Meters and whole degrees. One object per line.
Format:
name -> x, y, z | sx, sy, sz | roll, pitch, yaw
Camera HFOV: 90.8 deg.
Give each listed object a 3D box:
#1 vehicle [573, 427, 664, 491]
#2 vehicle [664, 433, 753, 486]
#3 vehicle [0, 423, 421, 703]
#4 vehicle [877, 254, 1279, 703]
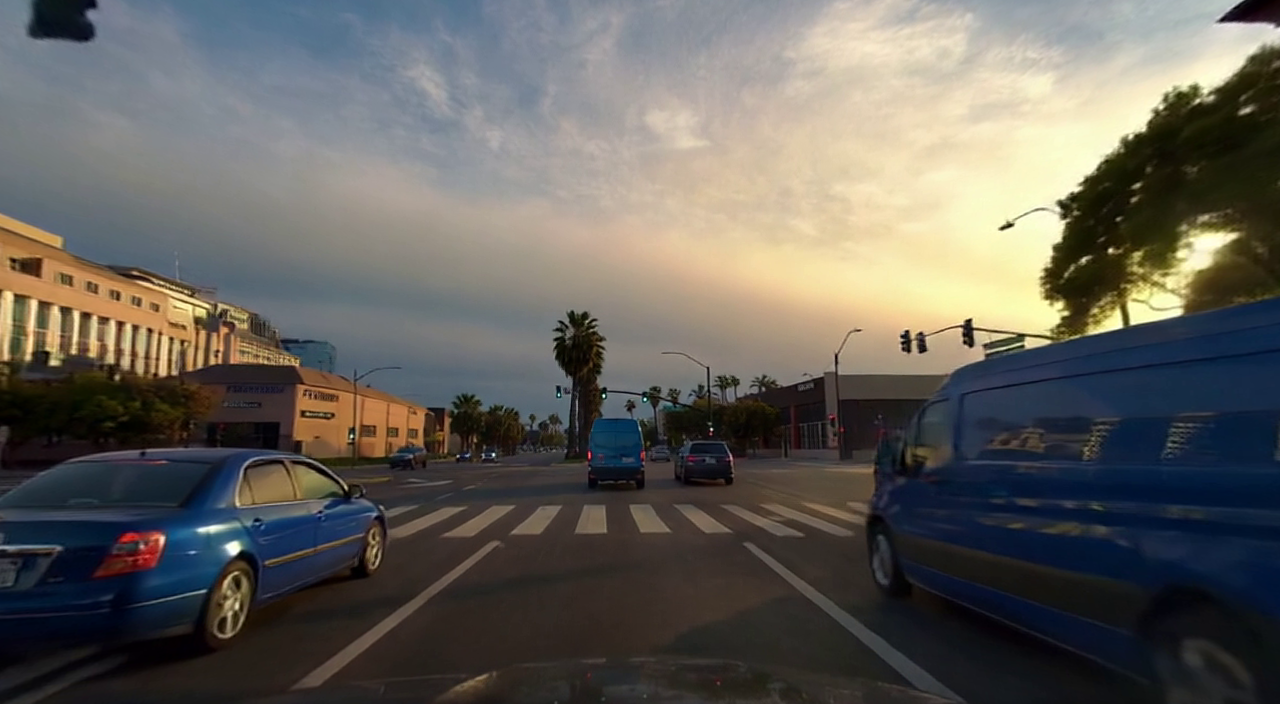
vehicle -> -0.801, 3.786, 22.768 | 2.848, 1.991, 5.706 | 0, -9, -2
vehicle -> 2.371, 3.950, 23.456 | 2.462, 1.736, 4.899 | 0, -9, -3
vehicle -> -3.642, 1.408, 5.330 | 1.997, 1.430, 4.655 | 0, -9, -1
vehicle -> 2.932, 0.733, 2.369 | 2.200, 1.847, 4.618 | 0, -9, -1
